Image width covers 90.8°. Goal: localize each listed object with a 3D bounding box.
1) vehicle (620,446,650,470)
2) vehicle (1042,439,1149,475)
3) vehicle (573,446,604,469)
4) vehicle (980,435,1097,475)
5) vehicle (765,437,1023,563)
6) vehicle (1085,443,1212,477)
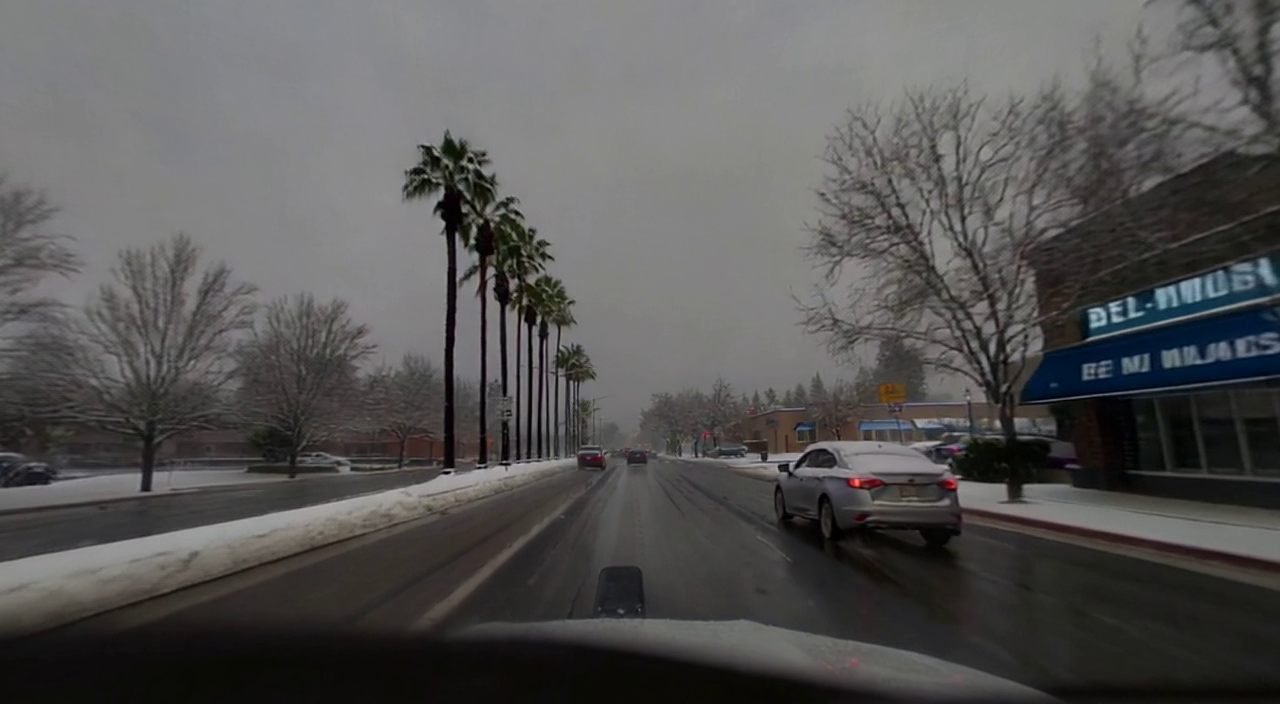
[{"bbox_3d":[-0.392,7.598,45.380,2.102,1.653,3.698,0,-9,-1],"label":"vehicle"},{"bbox_3d":[20.729,4.800,28.956,1.909,1.511,3.835,0,-9,-2],"label":"vehicle"},{"bbox_3d":[-3.969,8.264,49.627,2.071,1.744,4.500,0,-9,0],"label":"vehicle"},{"bbox_3d":[18.067,4.716,29.021,2.005,1.635,4.944,0,-9,-2],"label":"vehicle"},{"bbox_3d":[3.571,2.168,10.061,2.090,1.503,4.566,0,-9,-2],"label":"vehicle"},{"bbox_3d":[23.170,4.926,29.045,2.094,1.433,4.216,0,-9,-5],"label":"vehicle"}]
